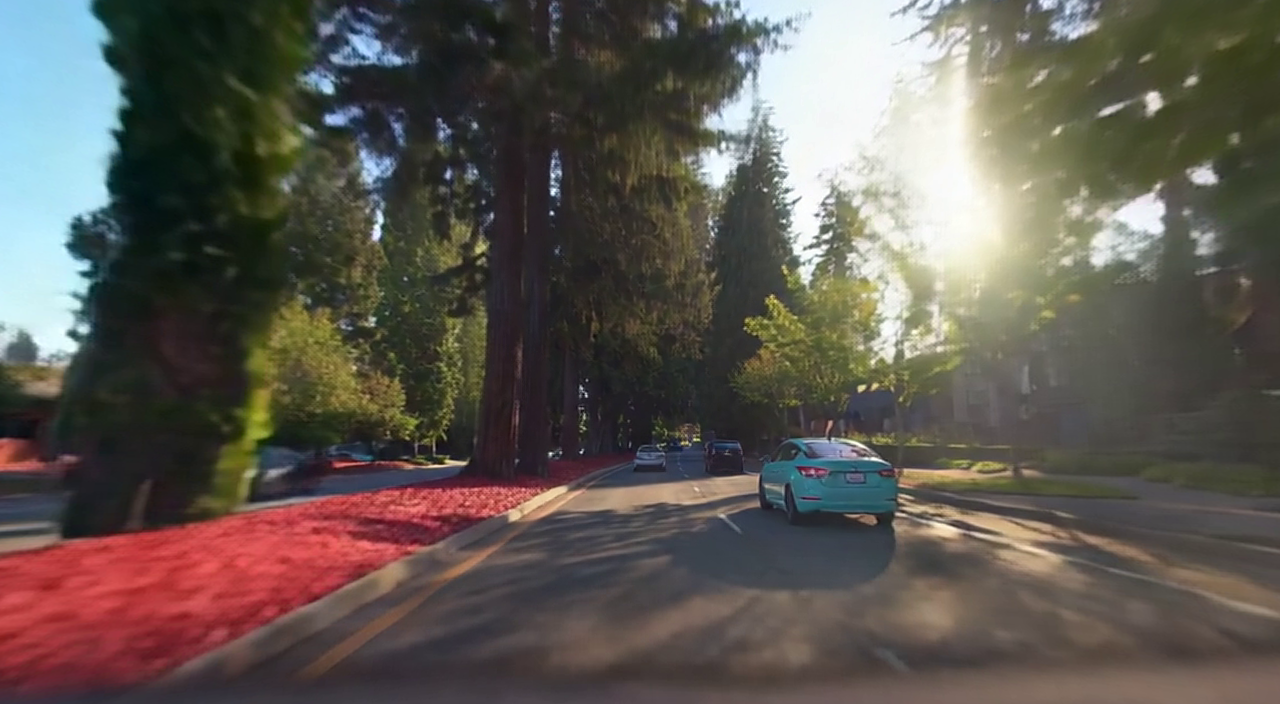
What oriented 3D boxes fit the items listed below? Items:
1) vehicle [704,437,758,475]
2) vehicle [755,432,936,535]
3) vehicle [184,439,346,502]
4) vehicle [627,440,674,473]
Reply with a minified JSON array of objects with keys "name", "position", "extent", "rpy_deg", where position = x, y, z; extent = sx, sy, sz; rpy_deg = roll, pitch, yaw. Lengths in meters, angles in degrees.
[{"name":"vehicle","position":[4.271,4.957,30.347],"extent":[2.074,1.652,4.340],"rpy_deg":[0,-8,2]},{"name":"vehicle","position":[3.499,2.300,11.704],"extent":[1.985,1.529,4.147],"rpy_deg":[0,-8,1]},{"name":"vehicle","position":[-11.106,3.520,19.207],"extent":[2.067,1.657,4.510],"rpy_deg":[0,-8,1]},{"name":"vehicle","position":[0.566,4.987,30.322],"extent":[2.082,1.473,4.028],"rpy_deg":[0,-8,2]}]
